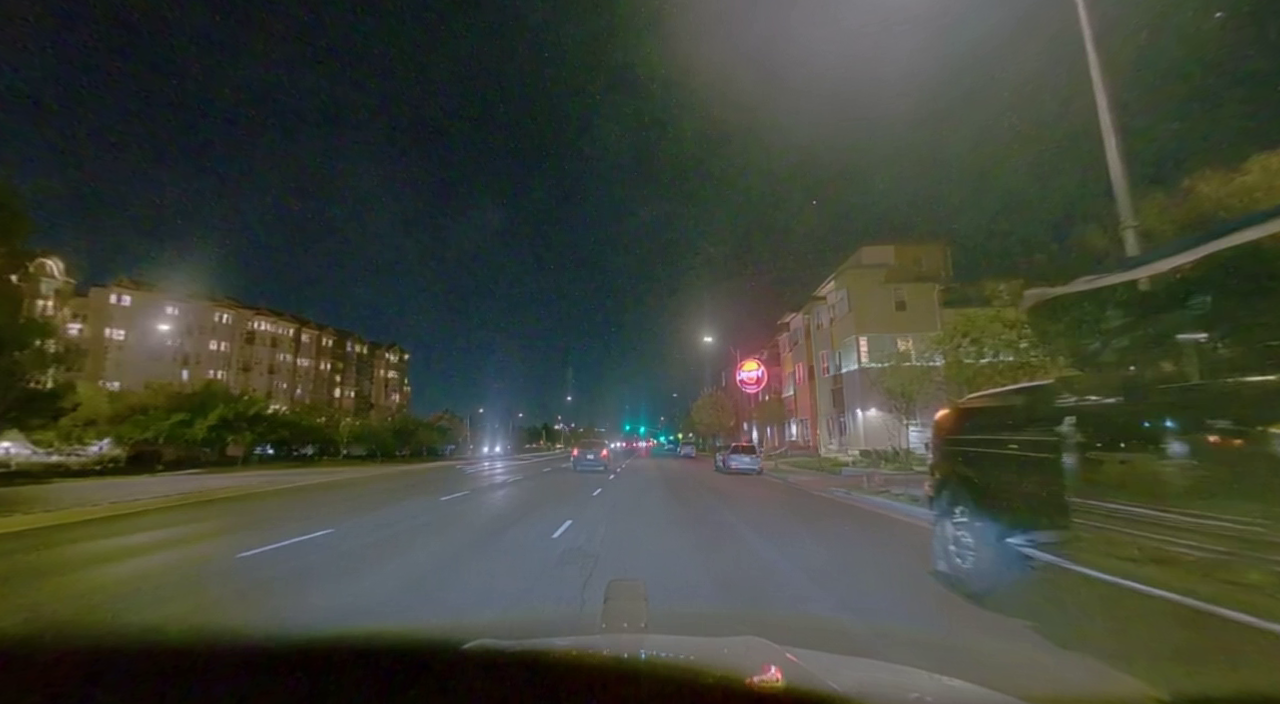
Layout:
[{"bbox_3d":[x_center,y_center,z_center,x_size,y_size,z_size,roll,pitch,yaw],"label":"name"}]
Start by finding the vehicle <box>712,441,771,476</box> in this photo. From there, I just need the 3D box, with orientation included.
[{"bbox_3d":[4.651,4.937,29.580,2.025,1.500,4.465,0,-8,0],"label":"vehicle"}]

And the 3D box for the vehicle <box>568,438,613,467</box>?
[{"bbox_3d":[-2.728,5.669,35.687,2.176,1.543,4.335,0,-8,1],"label":"vehicle"}]

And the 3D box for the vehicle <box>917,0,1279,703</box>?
[{"bbox_3d":[4.210,-0.379,1.714,3.038,4.027,8.712,0,-8,1],"label":"vehicle"}]
